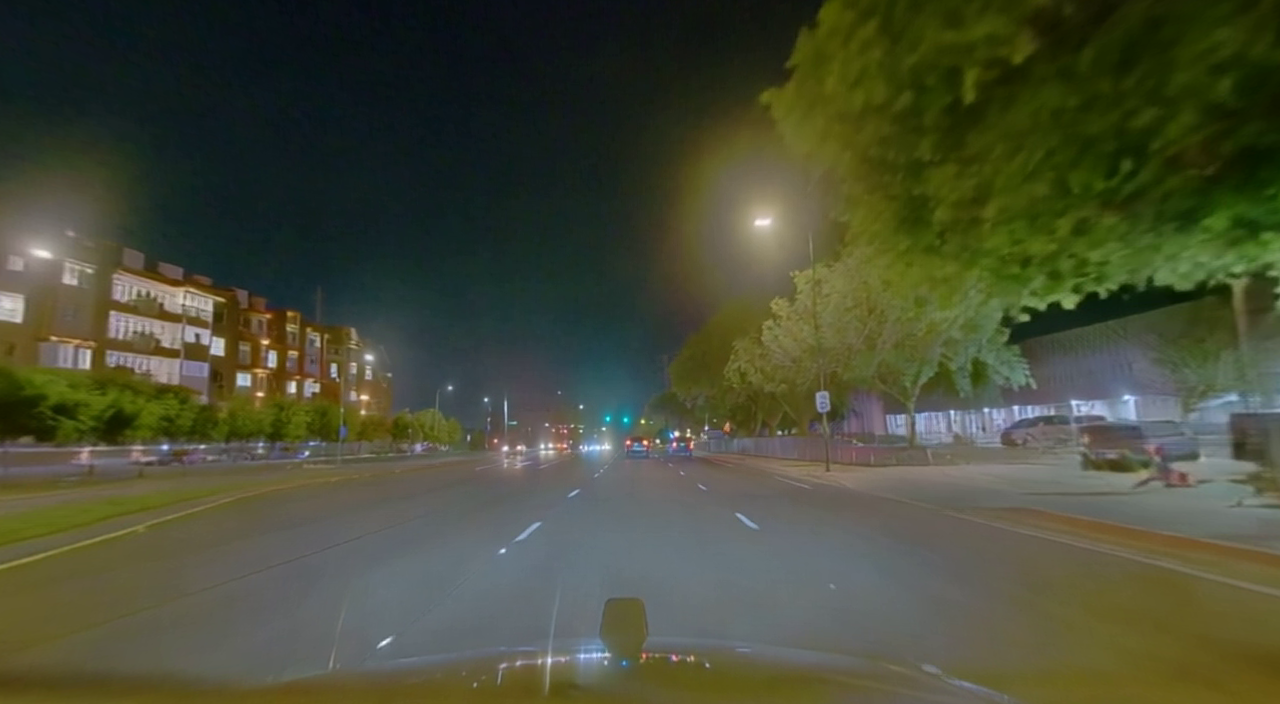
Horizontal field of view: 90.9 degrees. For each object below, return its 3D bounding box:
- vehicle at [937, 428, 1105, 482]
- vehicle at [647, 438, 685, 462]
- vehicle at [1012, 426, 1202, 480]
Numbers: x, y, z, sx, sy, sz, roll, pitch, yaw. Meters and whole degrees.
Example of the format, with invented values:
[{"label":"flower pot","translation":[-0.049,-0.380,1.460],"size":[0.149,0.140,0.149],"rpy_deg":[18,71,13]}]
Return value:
[{"label":"vehicle","translation":[12.293,3.326,20.763],"size":[1.948,1.466,4.520],"rpy_deg":[-1,-7,-15]},{"label":"vehicle","translation":[1.816,6.610,42.629],"size":[1.974,1.490,4.231],"rpy_deg":[-2,-9,11]},{"label":"vehicle","translation":[15.085,3.284,20.811],"size":[1.878,1.444,4.878],"rpy_deg":[-1,-8,-13]}]
